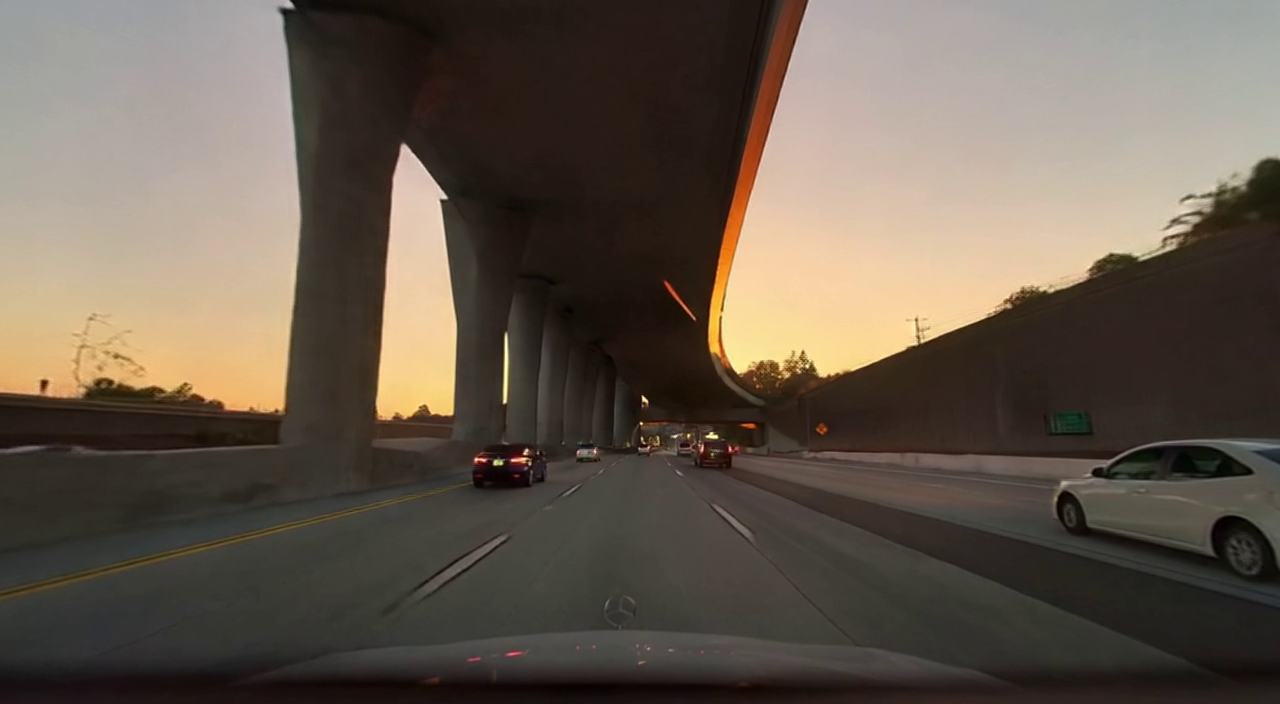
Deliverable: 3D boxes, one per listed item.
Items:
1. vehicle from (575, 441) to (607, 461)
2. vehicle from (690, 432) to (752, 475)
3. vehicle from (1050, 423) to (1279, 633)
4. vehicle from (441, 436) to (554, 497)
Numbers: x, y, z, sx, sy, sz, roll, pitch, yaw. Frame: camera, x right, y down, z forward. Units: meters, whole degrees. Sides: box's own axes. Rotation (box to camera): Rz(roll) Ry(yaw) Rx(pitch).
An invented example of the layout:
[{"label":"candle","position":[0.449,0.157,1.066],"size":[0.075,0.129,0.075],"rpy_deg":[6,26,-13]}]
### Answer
[{"label":"vehicle","position":[-3.738,7.636,48.862],"size":[2.047,1.464,4.387],"rpy_deg":[0,-8,1]},{"label":"vehicle","position":[3.481,4.478,28.025],"size":[2.072,1.761,4.242],"rpy_deg":[0,-8,-1]},{"label":"vehicle","position":[5.549,1.304,4.854],"size":[1.989,1.472,4.322],"rpy_deg":[0,-8,2]},{"label":"vehicle","position":[-3.809,3.159,17.848],"size":[1.997,1.476,4.703],"rpy_deg":[0,-8,1]}]
